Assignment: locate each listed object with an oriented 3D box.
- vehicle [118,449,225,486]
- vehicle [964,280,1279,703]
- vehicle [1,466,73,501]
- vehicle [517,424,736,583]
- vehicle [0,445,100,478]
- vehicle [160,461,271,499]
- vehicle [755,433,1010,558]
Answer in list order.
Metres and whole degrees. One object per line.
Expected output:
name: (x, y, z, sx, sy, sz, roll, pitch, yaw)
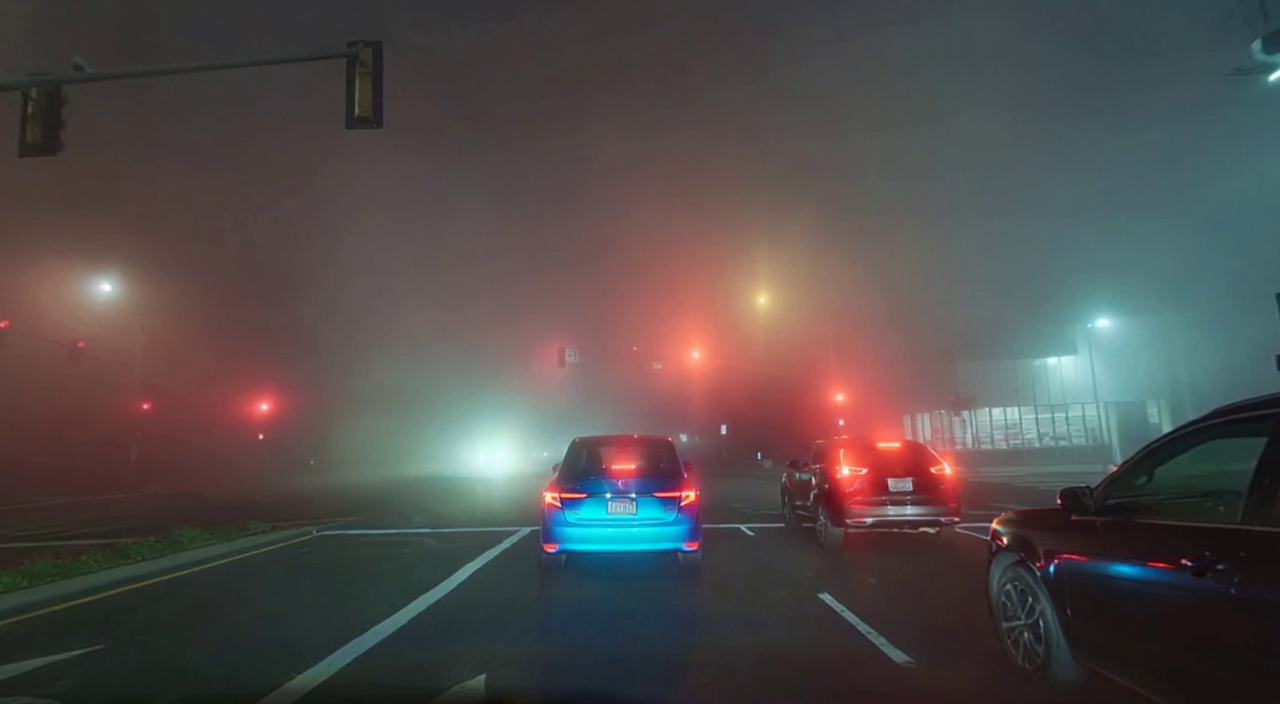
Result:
vehicle: (-27.481, 6.754, 37.360, 2.300, 1.932, 5.056, -1, -8, 2)
vehicle: (3.000, 0.622, 1.575, 2.047, 1.785, 4.357, 0, -8, 0)
vehicle: (-27.999, 6.077, 29.451, 1.972, 1.433, 4.324, 8, -12, -39)
vehicle: (-0.140, 1.740, 8.065, 2.095, 1.502, 3.873, 0, -8, 0)
vehicle: (-35.480, 6.516, 37.473, 2.145, 1.797, 5.198, -1, -10, 1)
vehicle: (-19.076, 5.762, 28.703, 1.942, 1.453, 4.448, 0, -9, 0)
vehicle: (3.227, 1.995, 9.593, 2.009, 1.414, 4.416, 0, -8, -2)
